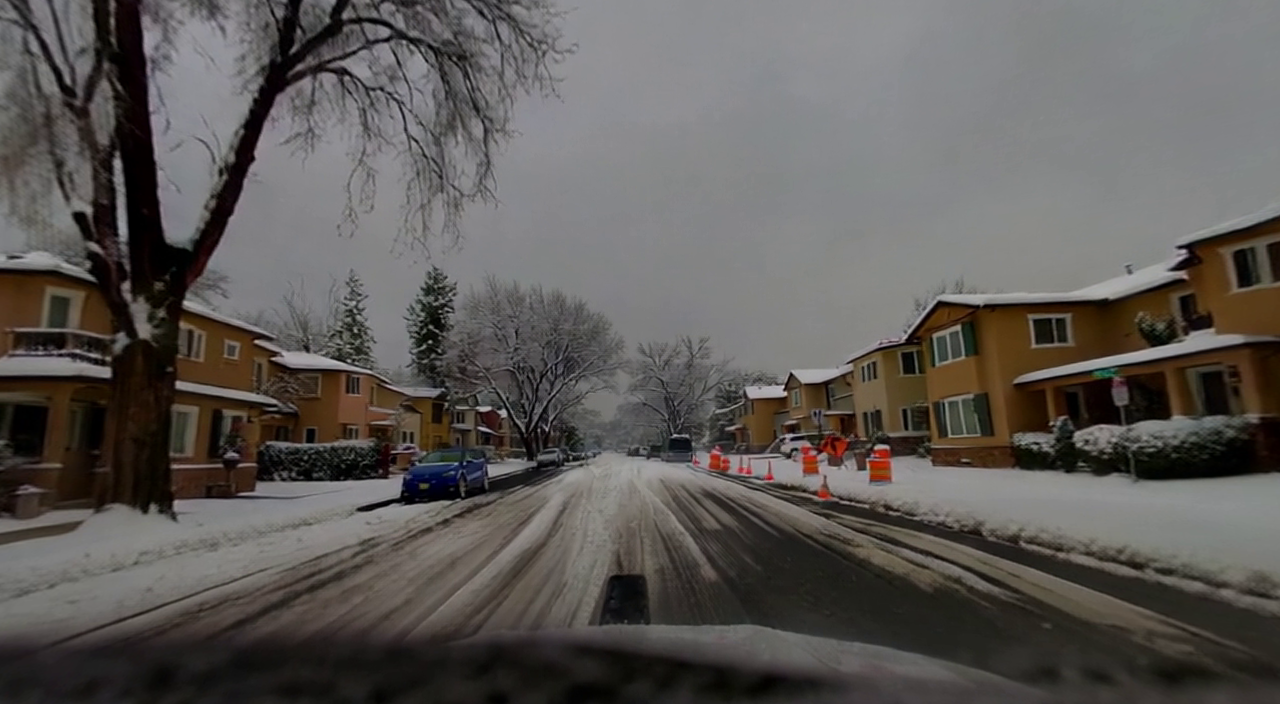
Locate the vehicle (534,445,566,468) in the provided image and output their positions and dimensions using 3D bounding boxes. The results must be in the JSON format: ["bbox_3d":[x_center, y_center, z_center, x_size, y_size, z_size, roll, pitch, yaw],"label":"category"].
[{"bbox_3d":[-6.919,8.084,48.970,1.957,1.608,4.476,0,-9,-1],"label":"vehicle"}]

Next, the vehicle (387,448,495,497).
[{"bbox_3d":[-6.614,4.030,21.579,2.137,1.481,4.503,0,-9,2],"label":"vehicle"}]
